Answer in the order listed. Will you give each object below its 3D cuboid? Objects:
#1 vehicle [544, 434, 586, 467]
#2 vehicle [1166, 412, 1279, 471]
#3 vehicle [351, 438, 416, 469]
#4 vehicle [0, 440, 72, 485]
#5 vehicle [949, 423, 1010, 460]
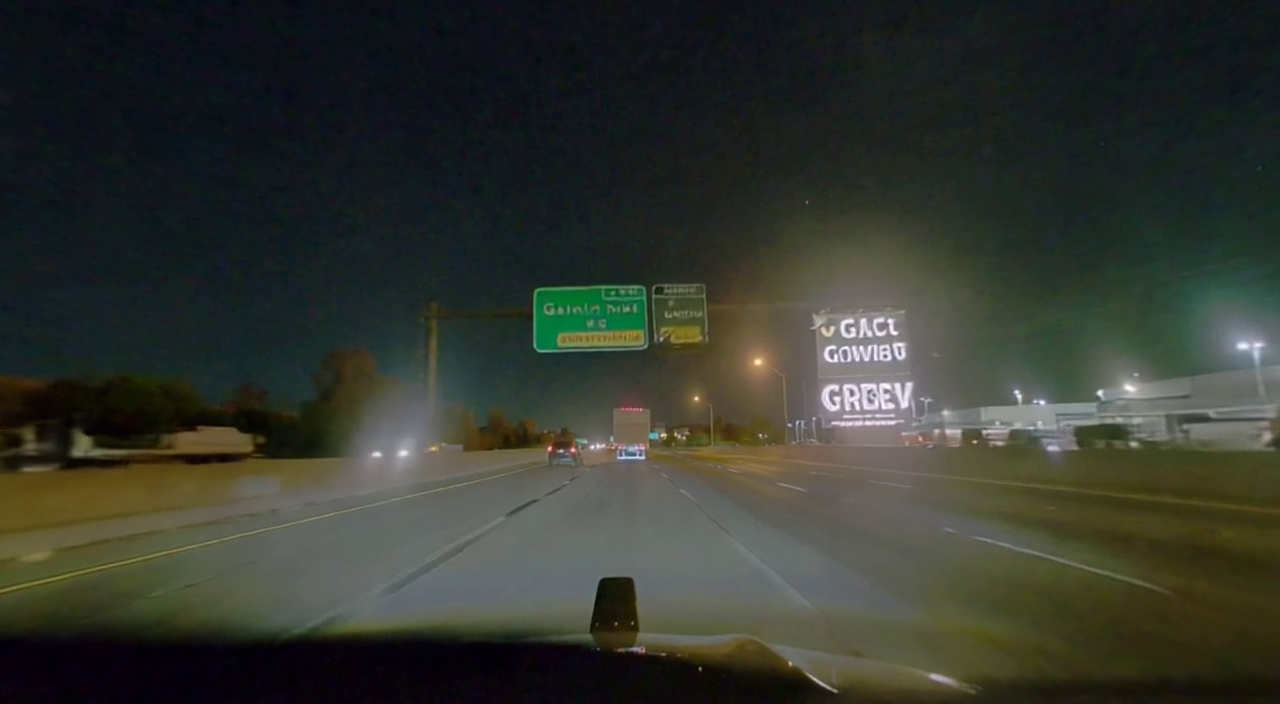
[{"bbox_3d":[-4.615,6.155,39.637,2.095,1.930,4.680,0,-8,0],"label":"vehicle"},{"bbox_3d":[33.840,5.029,36.102,6.921,3.077,2.698,2,-9,-24],"label":"vehicle"},{"bbox_3d":[-16.442,6.509,40.850,2.162,1.862,5.326,0,-8,-3],"label":"vehicle"},{"bbox_3d":[-45.763,7.855,45.212,2.684,3.094,7.583,-1,-8,5],"label":"vehicle"},{"bbox_3d":[26.108,6.896,48.864,2.193,2.640,5.959,-1,-8,9],"label":"vehicle"}]
